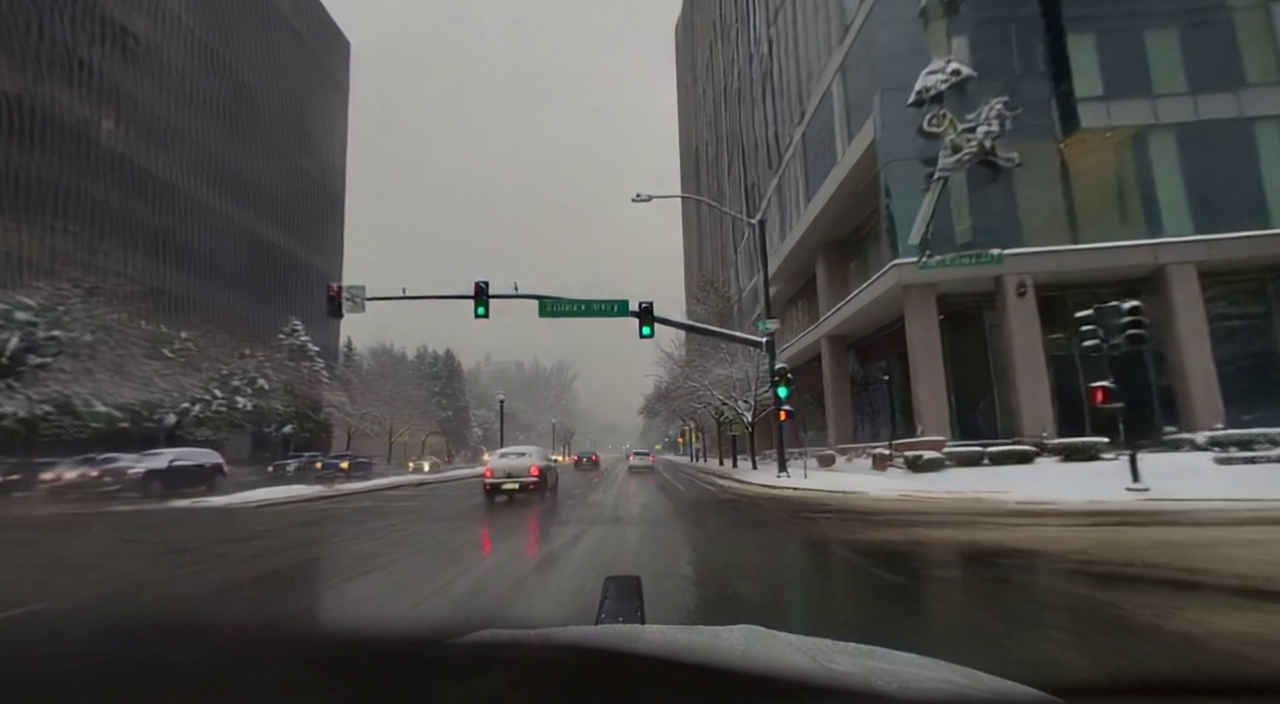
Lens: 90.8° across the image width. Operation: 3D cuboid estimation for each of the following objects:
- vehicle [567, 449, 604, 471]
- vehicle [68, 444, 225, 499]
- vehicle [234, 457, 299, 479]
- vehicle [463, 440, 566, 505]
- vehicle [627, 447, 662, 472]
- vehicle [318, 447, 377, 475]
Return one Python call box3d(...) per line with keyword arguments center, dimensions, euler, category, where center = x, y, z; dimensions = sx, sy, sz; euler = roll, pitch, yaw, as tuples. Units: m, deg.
box3d(center=(-3.679, 7.360, 43.353), dimensions=(2.088, 1.430, 4.482), euler=(0, -9, 0), category="vehicle")
box3d(center=(-17.228, 4.151, 22.420), dimensions=(1.926, 1.711, 4.516), euler=(0, -9, -1), category="vehicle")
box3d(center=(-26.728, 8.280, 45.408), dimensions=(1.972, 1.436, 4.502), euler=(0, -9, 0), category="vehicle")
box3d(center=(-3.246, 3.201, 17.175), dimensions=(1.983, 1.545, 3.773), euler=(0, -9, 0), category="vehicle")
box3d(center=(0.254, 6.925, 40.843), dimensions=(2.102, 1.482, 4.125), euler=(0, -9, 0), category="vehicle")
box3d(center=(-20.525, 7.615, 44.490), dimensions=(2.068, 1.848, 4.247), euler=(0, -9, 0), category="vehicle")
